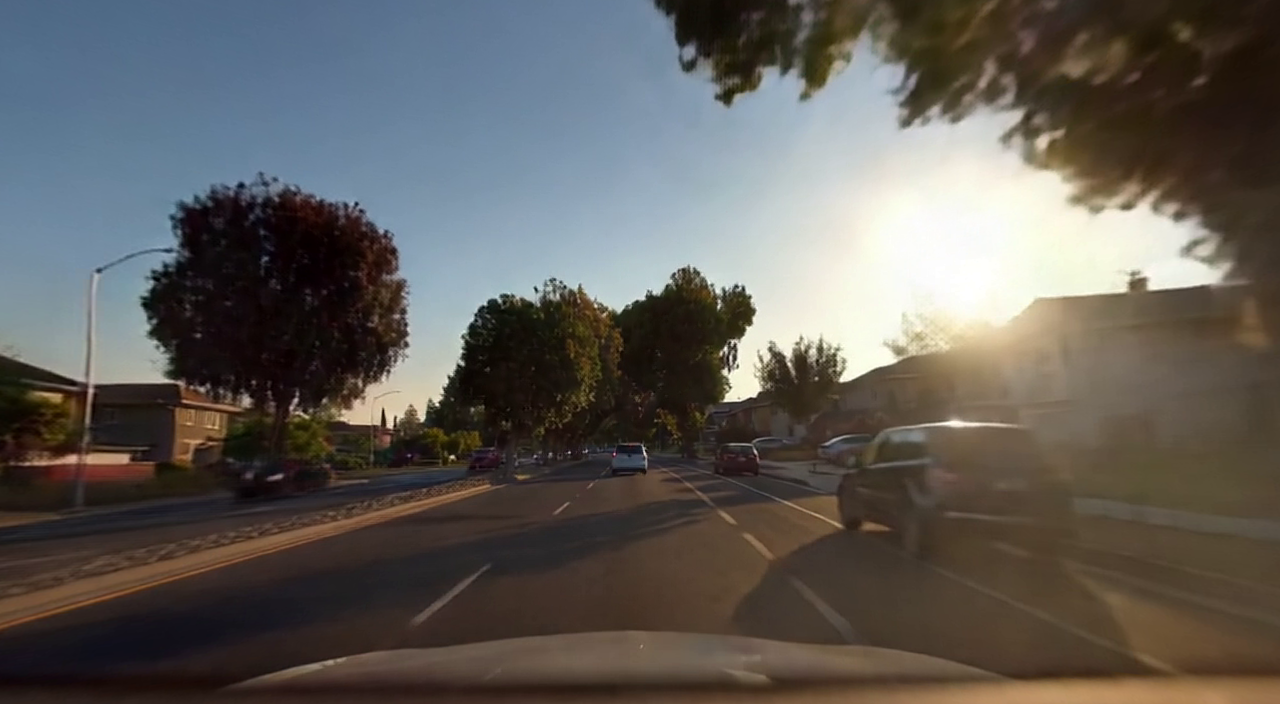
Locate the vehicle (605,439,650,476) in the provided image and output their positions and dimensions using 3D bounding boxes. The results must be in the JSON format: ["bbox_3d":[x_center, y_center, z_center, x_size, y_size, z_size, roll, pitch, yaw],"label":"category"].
[{"bbox_3d":[-0.597,5.096,30.752,2.024,1.655,4.301,0,-9,-1],"label":"vehicle"}]

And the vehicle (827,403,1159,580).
[{"bbox_3d":[4.062,1.675,8.269,1.992,1.695,4.101,-1,-9,1],"label":"vehicle"}]

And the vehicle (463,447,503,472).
[{"bbox_3d":[-11.920,8.123,48.034,1.948,1.725,4.443,-2,-9,-1],"label":"vehicle"}]

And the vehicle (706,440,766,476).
[{"bbox_3d":[4.370,4.907,29.343,2.020,1.518,4.255,0,-9,-2],"label":"vehicle"}]

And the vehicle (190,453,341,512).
[{"bbox_3d":[-11.430,3.969,19.719,1.914,1.476,4.702,-3,-9,0],"label":"vehicle"}]
